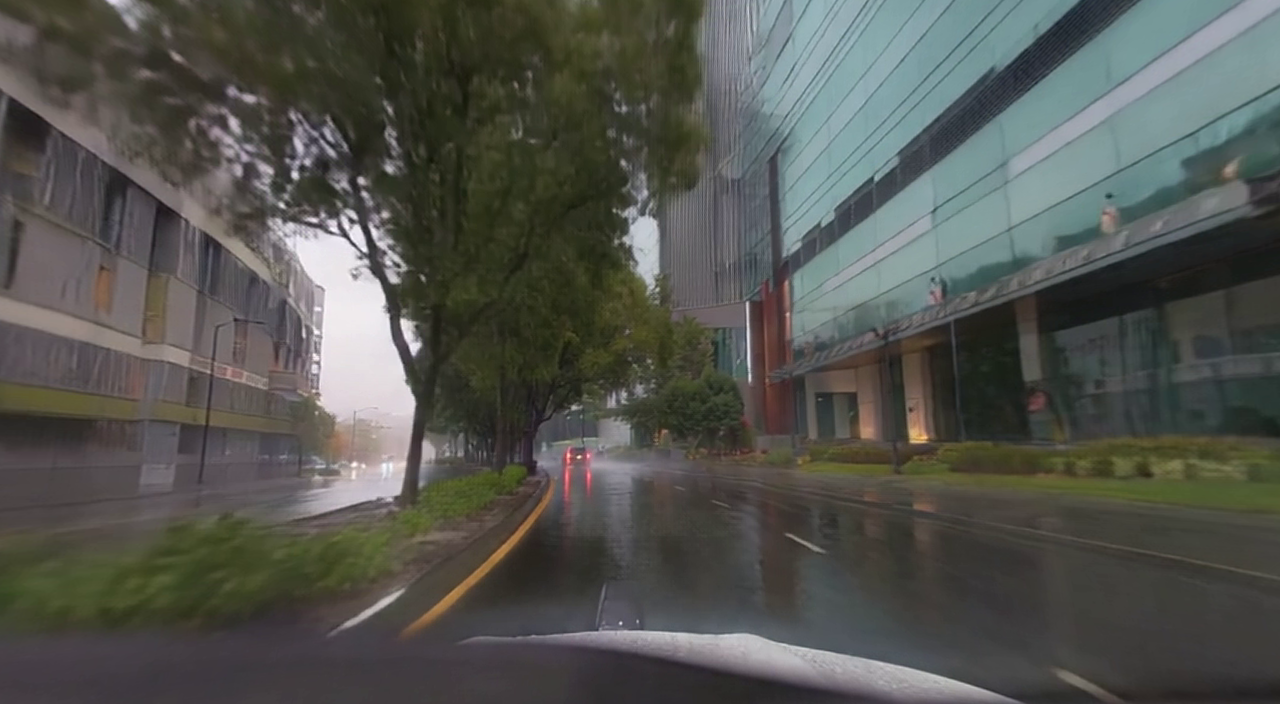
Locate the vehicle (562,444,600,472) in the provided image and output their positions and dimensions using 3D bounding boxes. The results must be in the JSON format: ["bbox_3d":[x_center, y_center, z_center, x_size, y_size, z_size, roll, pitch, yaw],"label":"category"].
[{"bbox_3d":[-4.183,7.353,44.076,2.129,1.816,4.851,2,-9,-12],"label":"vehicle"}]
